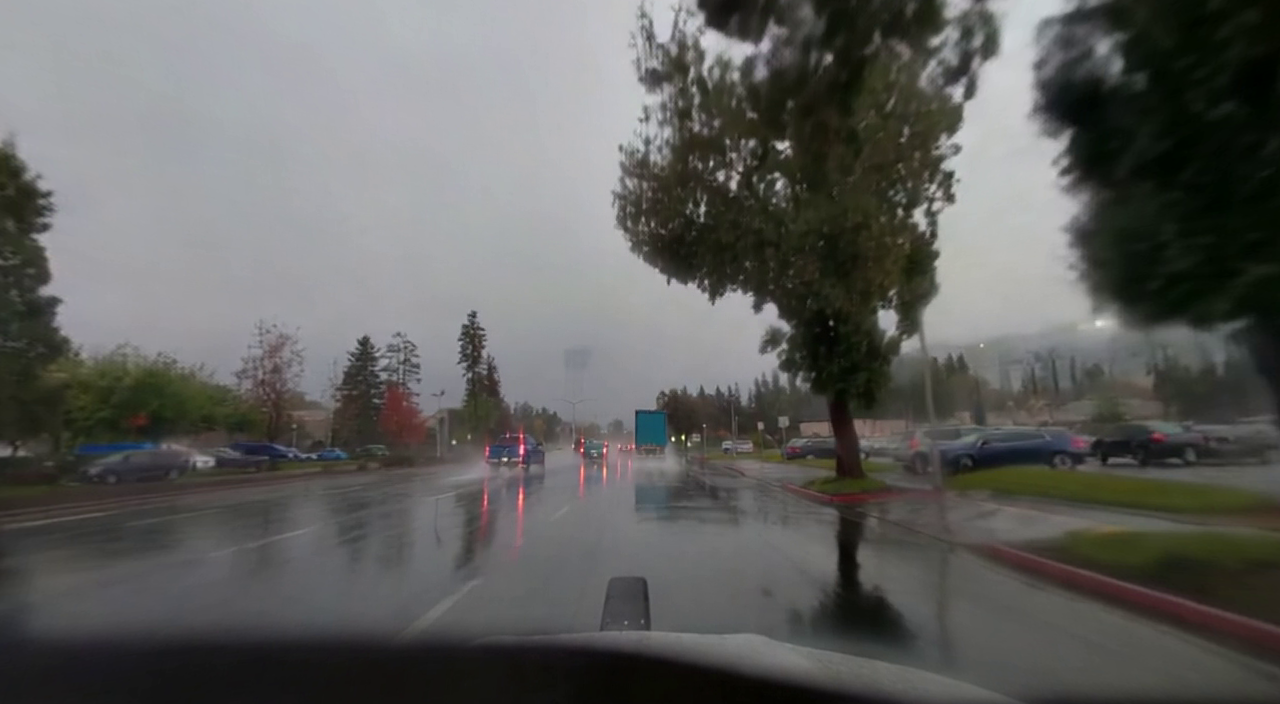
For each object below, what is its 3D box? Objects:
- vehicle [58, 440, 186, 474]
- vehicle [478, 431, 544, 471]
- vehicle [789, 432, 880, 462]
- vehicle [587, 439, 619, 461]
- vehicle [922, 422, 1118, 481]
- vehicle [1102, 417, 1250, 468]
[{"bbox_3d":[-34.042,6.919,41.561,6.393,2.108,2.467,-1,-9,4],"label":"vehicle"},{"bbox_3d":[-6.673,5.187,33.222,2.149,1.893,5.187,0,-8,2],"label":"vehicle"},{"bbox_3d":[10.628,5.243,34.734,4.346,1.595,1.964,0,-8,0],"label":"vehicle"},{"bbox_3d":[-2.842,7.705,49.674,2.114,1.663,4.381,0,-8,2],"label":"vehicle"},{"bbox_3d":[11.395,3.013,19.161,4.655,1.688,1.876,0,-9,2],"label":"vehicle"},{"bbox_3d":[21.396,3.670,25.500,1.888,1.812,4.911,-1,-8,4],"label":"vehicle"}]
